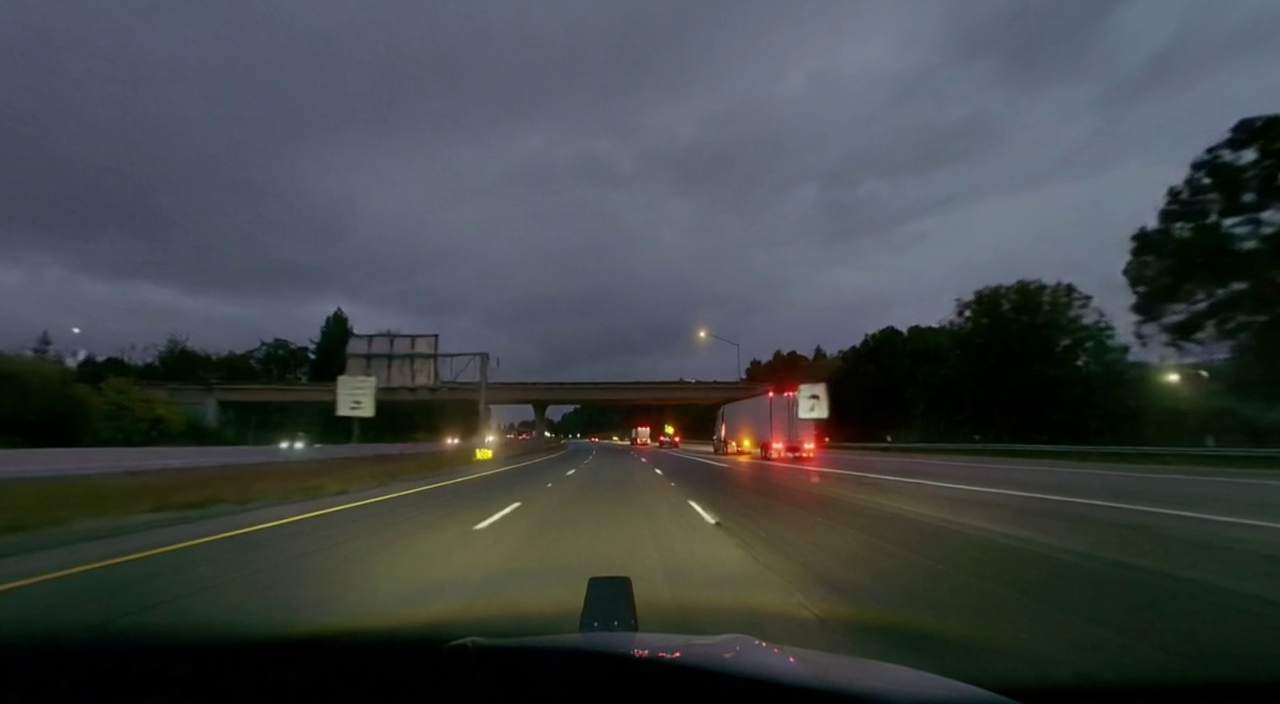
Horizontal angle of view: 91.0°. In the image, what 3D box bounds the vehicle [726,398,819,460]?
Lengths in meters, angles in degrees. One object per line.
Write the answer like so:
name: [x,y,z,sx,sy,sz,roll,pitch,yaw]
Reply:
vehicle: [9.590,5.986,47.936,2.855,4.053,13.328,0,-8,-6]
